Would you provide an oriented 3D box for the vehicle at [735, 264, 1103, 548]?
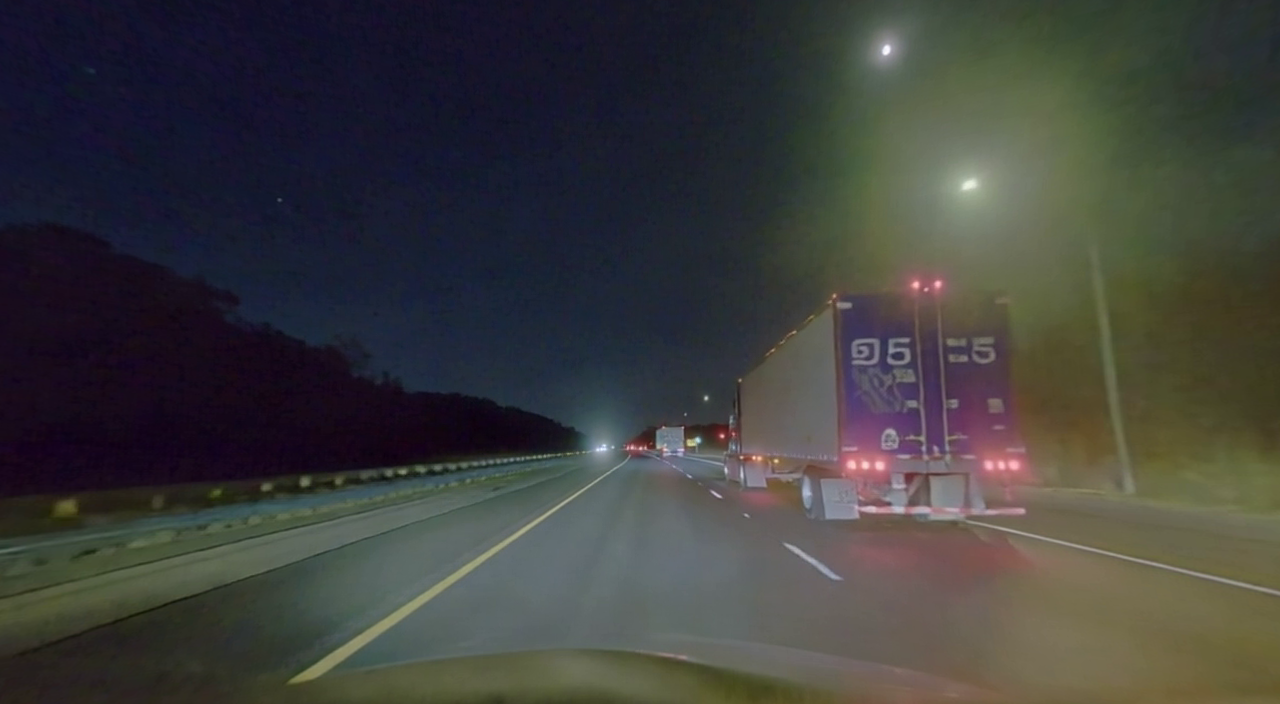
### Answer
[{"bbox_3d":[4.338,1.433,13.321,3.107,3.718,10.231,0,-9,0],"label":"vehicle"}]
